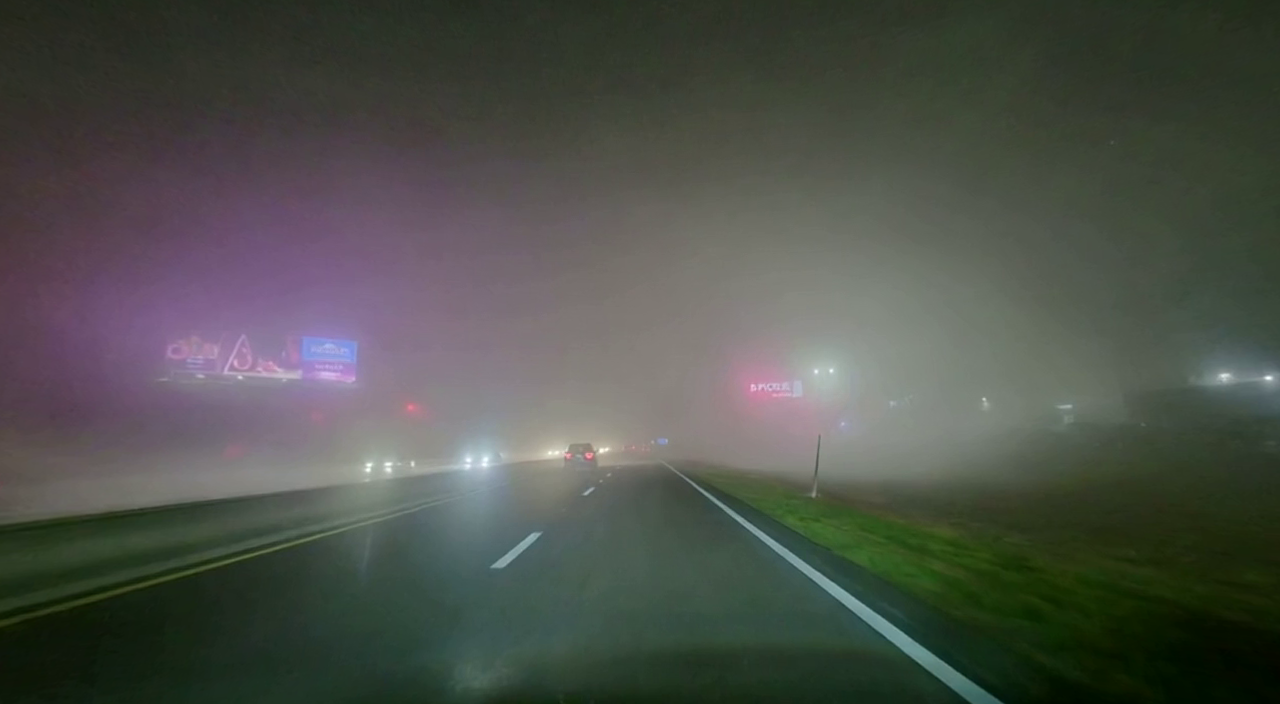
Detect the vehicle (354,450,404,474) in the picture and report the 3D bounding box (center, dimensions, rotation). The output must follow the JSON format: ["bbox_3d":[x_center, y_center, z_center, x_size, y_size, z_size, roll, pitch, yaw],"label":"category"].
[{"bbox_3d":[-17.158,7.205,41.665,1.722,1.461,3.636,-1,-8,1],"label":"vehicle"}]

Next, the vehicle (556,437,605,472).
[{"bbox_3d":[-3.272,5.771,35.688,2.159,1.793,5.027,-1,-8,1],"label":"vehicle"}]
